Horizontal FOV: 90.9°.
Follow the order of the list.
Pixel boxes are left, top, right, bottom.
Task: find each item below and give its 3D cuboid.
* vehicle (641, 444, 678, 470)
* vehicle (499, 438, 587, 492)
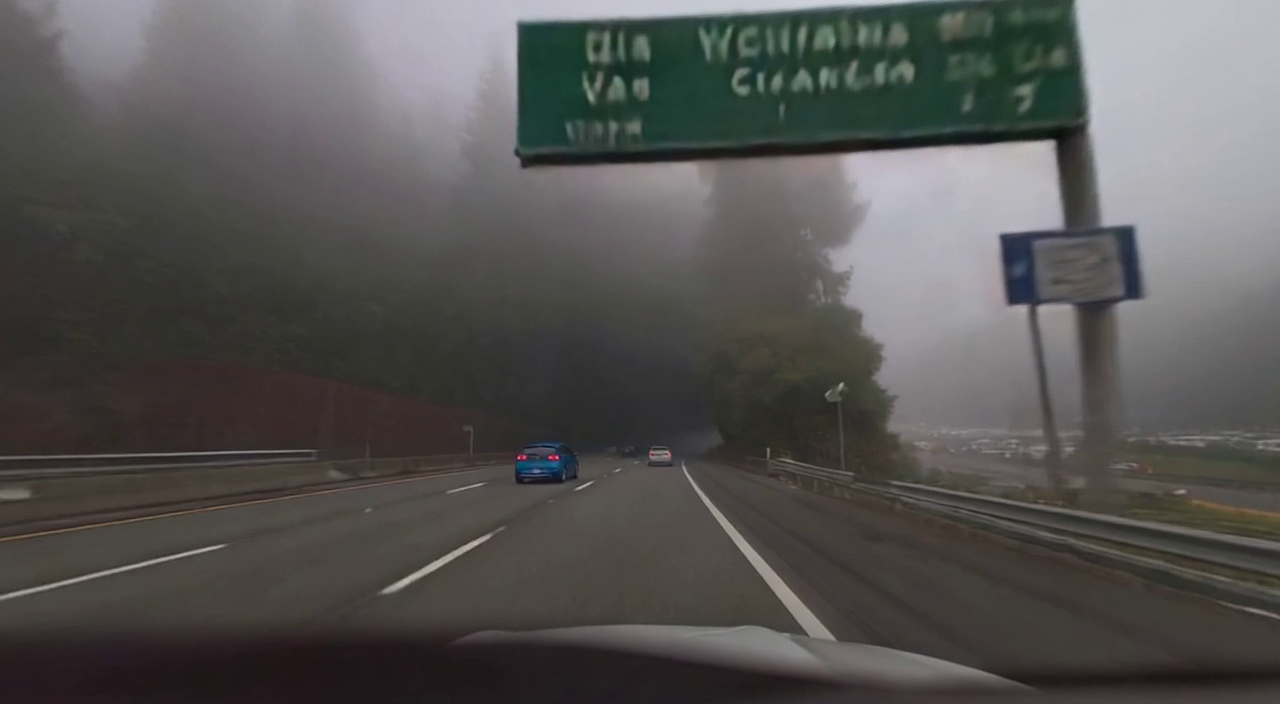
[{"bbox_3d":[1.209,6.232,37.691,2.113,1.464,4.073,-1,-9,3],"label":"vehicle"},{"bbox_3d":[-3.024,3.635,20.664,2.024,1.531,4.431,0,-8,2],"label":"vehicle"}]
